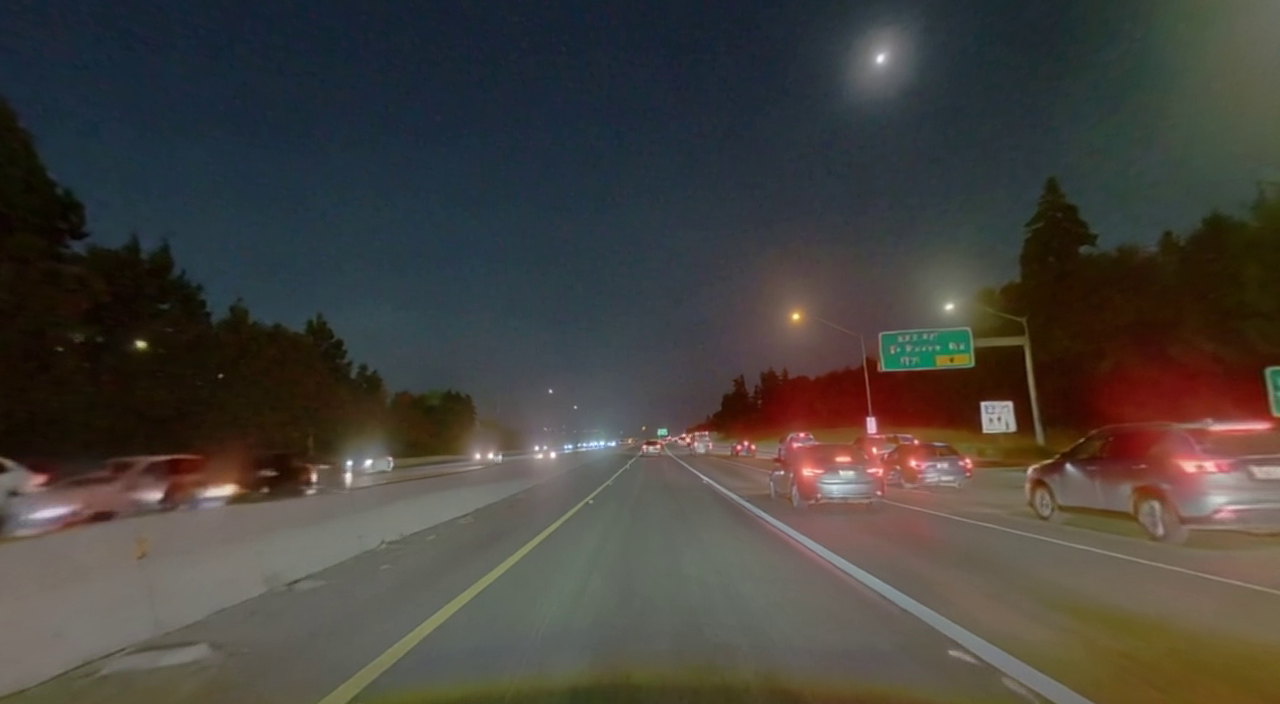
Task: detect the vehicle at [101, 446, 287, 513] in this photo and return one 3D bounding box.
[{"bbox_3d":[-12.934,3.664,18.801,2.123,1.698,4.656,0,-8,0],"label":"vehicle"}]

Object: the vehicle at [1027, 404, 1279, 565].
[{"bbox_3d":[7.761,1.691,8.689,1.966,1.686,4.532,0,-8,0],"label":"vehicle"}]

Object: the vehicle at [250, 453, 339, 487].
[{"bbox_3d":[-16.926,5.798,31.207,1.854,1.465,4.484,0,-8,0],"label":"vehicle"}]

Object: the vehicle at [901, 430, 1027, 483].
[{"bbox_3d":[11.508,3.735,22.868,1.954,1.685,4.935,0,-8,0],"label":"vehicle"}]

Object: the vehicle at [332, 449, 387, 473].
[{"bbox_3d":[-21.483,8.338,48.542,2.117,1.716,4.533,0,-8,0],"label":"vehicle"}]

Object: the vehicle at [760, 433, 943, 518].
[{"bbox_3d":[4.261,2.577,13.845,2.223,1.483,5.075,0,-8,0],"label":"vehicle"}]
